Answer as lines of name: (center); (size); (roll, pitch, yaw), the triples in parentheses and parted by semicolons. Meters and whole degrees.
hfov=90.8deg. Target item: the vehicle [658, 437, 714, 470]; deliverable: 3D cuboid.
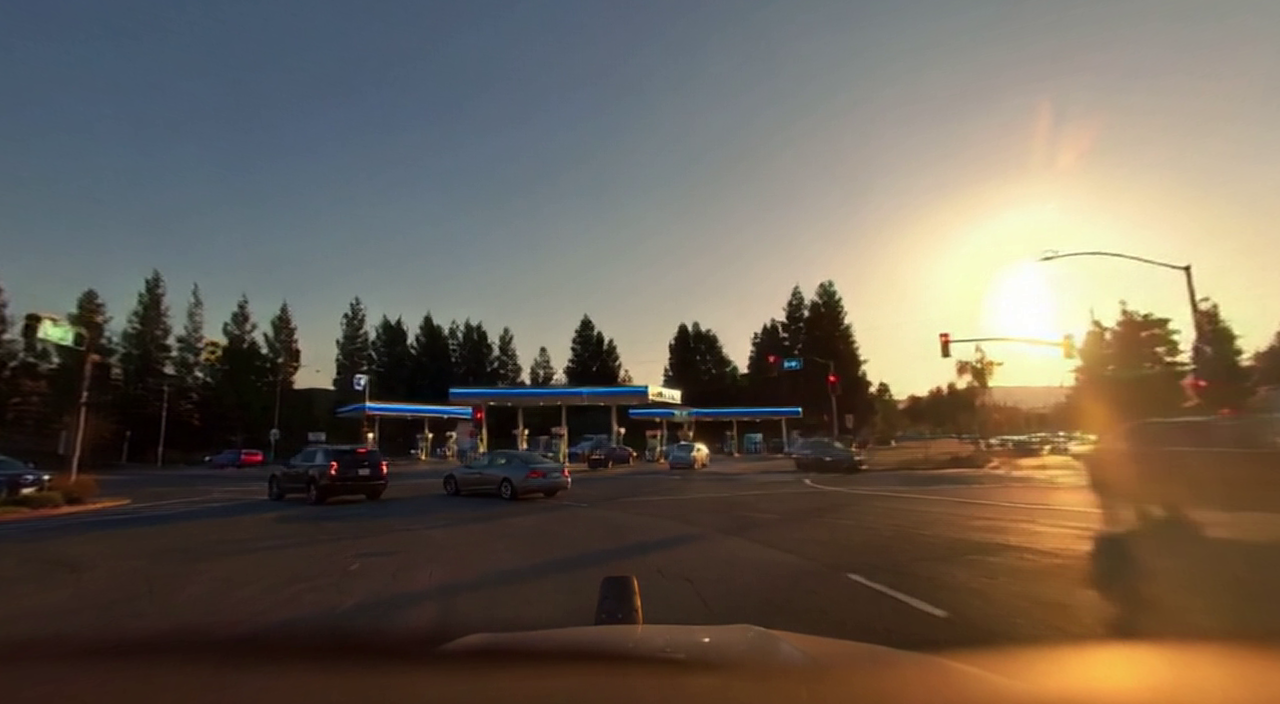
vehicle: (3.013, 6.402, 39.894); (2.517, 1.875, 5.774); (-3, -9, 14)

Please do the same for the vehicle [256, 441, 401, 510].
vehicle: (-9.443, 3.639, 19.029); (4.616, 1.733, 2.351); (-9, -11, 42)

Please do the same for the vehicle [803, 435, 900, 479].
vehicle: (8.334, 4.202, 25.387); (1.976, 1.573, 4.543); (0, -9, -5)

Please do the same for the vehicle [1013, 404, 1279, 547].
vehicle: (8.638, 1.830, 9.690); (2.016, 1.828, 4.503); (4, -10, -26)

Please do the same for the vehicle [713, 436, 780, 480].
vehicle: (4.290, 4.367, 26.121); (2.126, 1.626, 4.585); (-1, -9, 2)

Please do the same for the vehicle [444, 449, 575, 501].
vehicle: (-4.359, 3.956, 20.683); (1.965, 1.460, 4.581); (8, -13, -44)

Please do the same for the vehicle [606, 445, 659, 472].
vehicle: (-0.422, 6.687, 39.876); (2.210, 1.542, 4.501); (-4, -10, 14)
